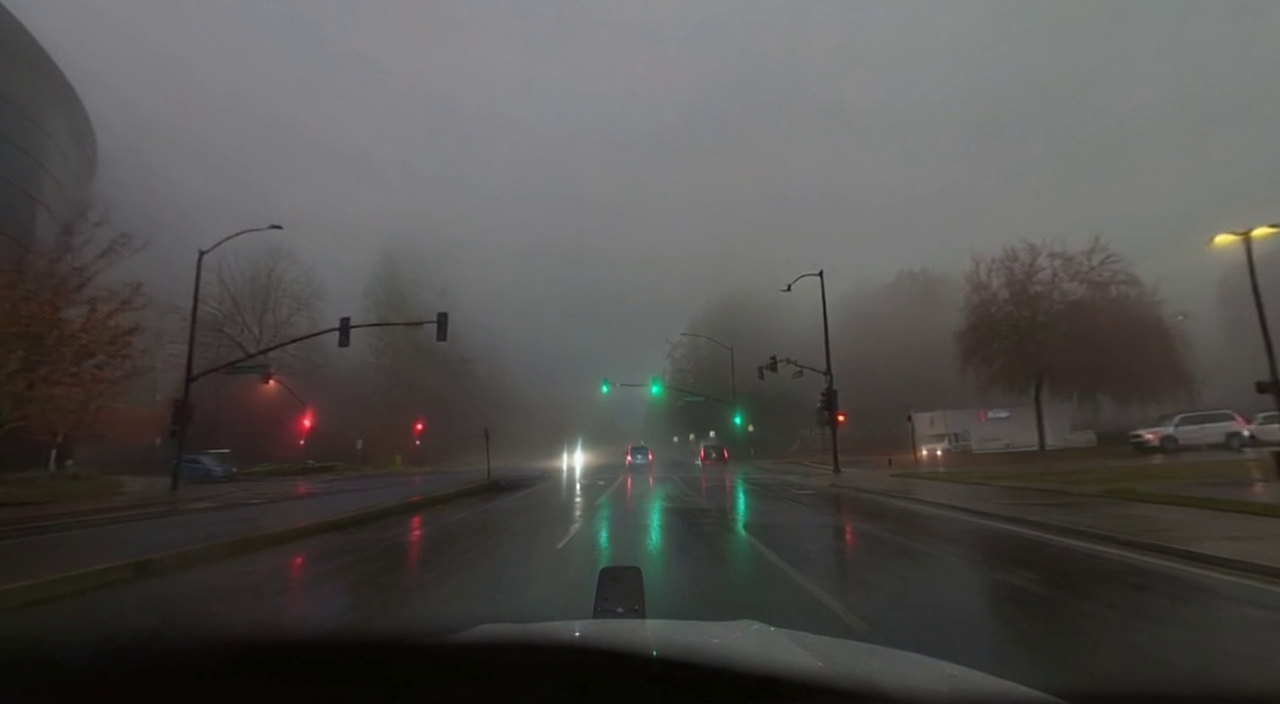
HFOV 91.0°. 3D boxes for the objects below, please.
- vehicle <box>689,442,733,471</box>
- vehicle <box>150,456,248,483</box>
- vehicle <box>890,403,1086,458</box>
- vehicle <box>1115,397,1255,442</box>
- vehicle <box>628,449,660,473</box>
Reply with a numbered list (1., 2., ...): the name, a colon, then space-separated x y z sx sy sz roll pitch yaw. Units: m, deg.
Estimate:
1. vehicle: 4.569 6.821 41.359 2.174 1.749 4.739 0 -9 -2
2. vehicle: -26.790 7.131 38.327 4.500 1.555 1.913 0 -9 3
3. vehicle: 22.947 5.292 42.136 10.893 3.534 3.195 -1 -9 4
4. vehicle: 23.400 2.994 27.350 1.887 1.635 4.695 1 -9 0
5. vehicle: 0.245 7.284 42.355 2.014 1.525 4.197 0 -9 0
